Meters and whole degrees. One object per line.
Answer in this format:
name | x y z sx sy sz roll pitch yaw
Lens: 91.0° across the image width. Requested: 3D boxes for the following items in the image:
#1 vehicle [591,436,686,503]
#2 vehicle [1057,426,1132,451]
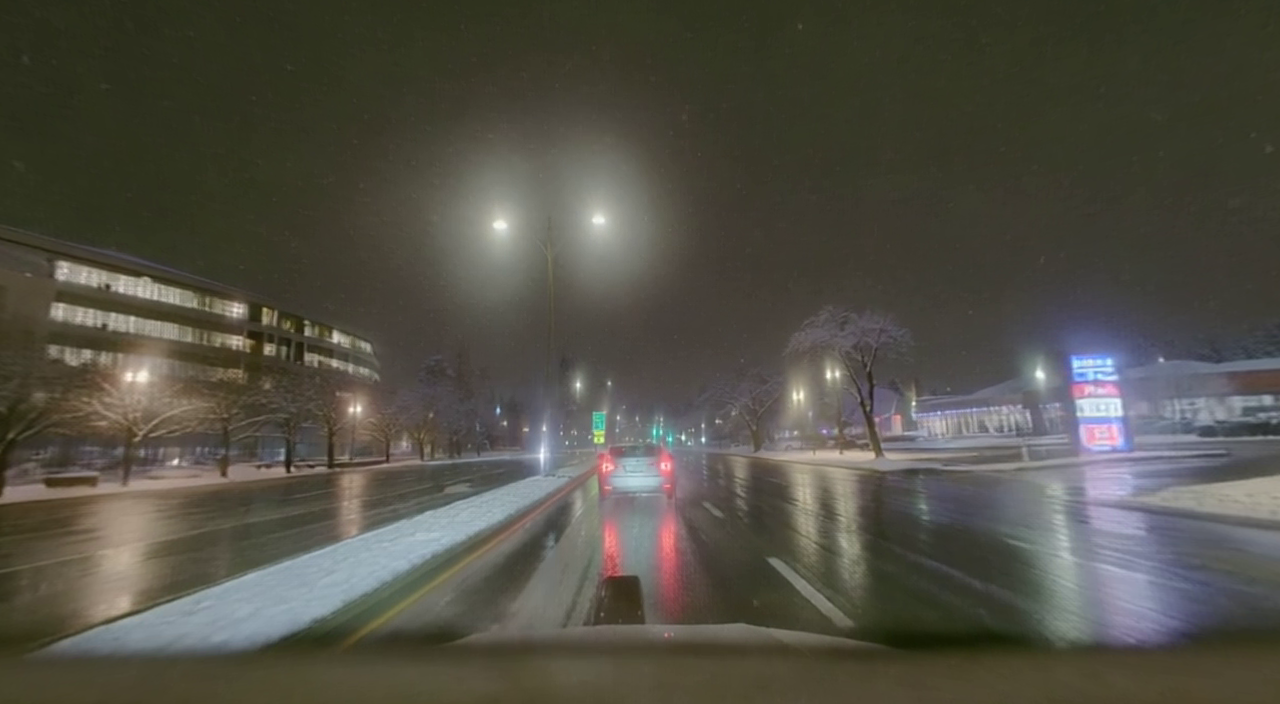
vehicle | -0.070 2.917 16.090 2.126 1.475 3.967 0 -8 -1
vehicle | 32.841 6.288 45.632 1.868 1.675 4.527 0 -8 -3
